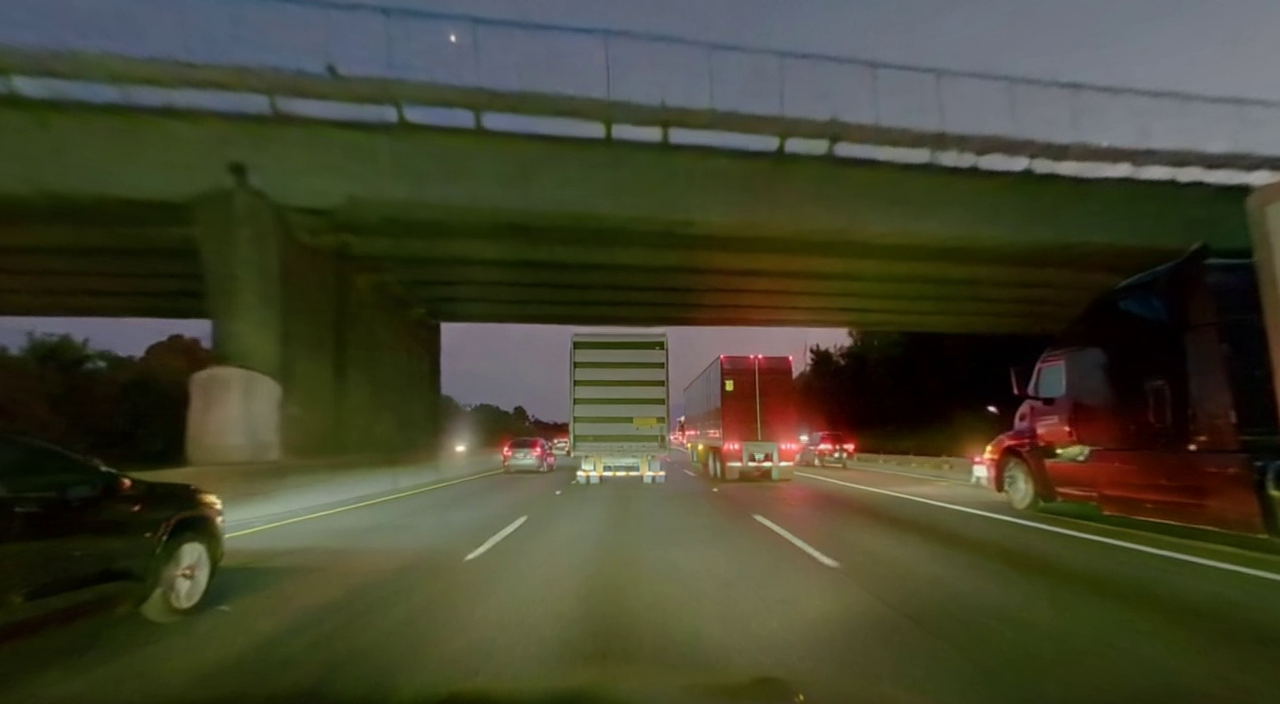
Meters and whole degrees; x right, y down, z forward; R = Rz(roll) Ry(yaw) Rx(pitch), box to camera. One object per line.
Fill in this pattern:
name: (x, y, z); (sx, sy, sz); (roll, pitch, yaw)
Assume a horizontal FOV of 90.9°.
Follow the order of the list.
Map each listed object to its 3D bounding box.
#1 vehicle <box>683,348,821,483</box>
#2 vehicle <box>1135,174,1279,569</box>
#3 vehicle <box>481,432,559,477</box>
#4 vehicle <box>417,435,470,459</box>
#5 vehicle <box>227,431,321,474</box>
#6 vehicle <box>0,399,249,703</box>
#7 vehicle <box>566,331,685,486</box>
vehicle: (3.620, 2.589, 23.976); (2.817, 3.886, 11.491); (0, -8, -2)
vehicle: (8.299, -0.452, 1.819); (3.000, 4.114, 13.063); (0, -8, -1)
vehicle: (-4.186, 3.610, 22.535); (2.049, 1.483, 3.786); (0, -8, 0)
vehicle: (-12.723, 6.178, 41.128); (2.060, 1.479, 4.264); (0, -8, 0)
vehicle: (-20.067, 5.485, 34.868); (2.246, 2.109, 5.095); (-2, -8, -1)
vehicle: (-3.534, 0.822, 1.774); (1.894, 1.460, 4.662); (0, -8, 0)
vehicle: (-0.556, 2.179, 21.880); (3.090, 4.065, 10.702); (0, -8, -2)
